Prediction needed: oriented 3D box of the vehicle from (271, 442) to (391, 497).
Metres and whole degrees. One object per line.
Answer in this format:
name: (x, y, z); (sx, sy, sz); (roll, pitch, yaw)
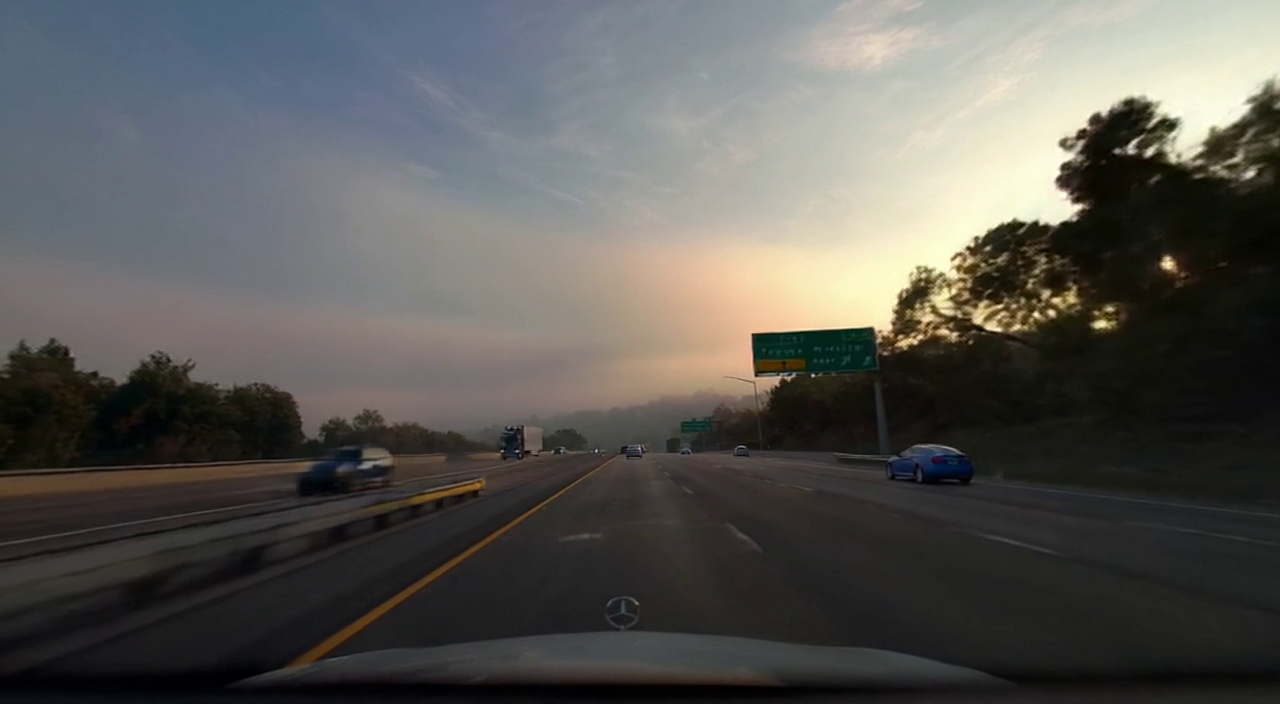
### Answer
vehicle: (-10.479, 3.963, 21.808); (2.153, 1.664, 3.881); (0, -8, 0)

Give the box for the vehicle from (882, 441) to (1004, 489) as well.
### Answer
vehicle: (10.671, 3.964, 22.734); (2.024, 1.481, 4.747); (0, -8, 0)
